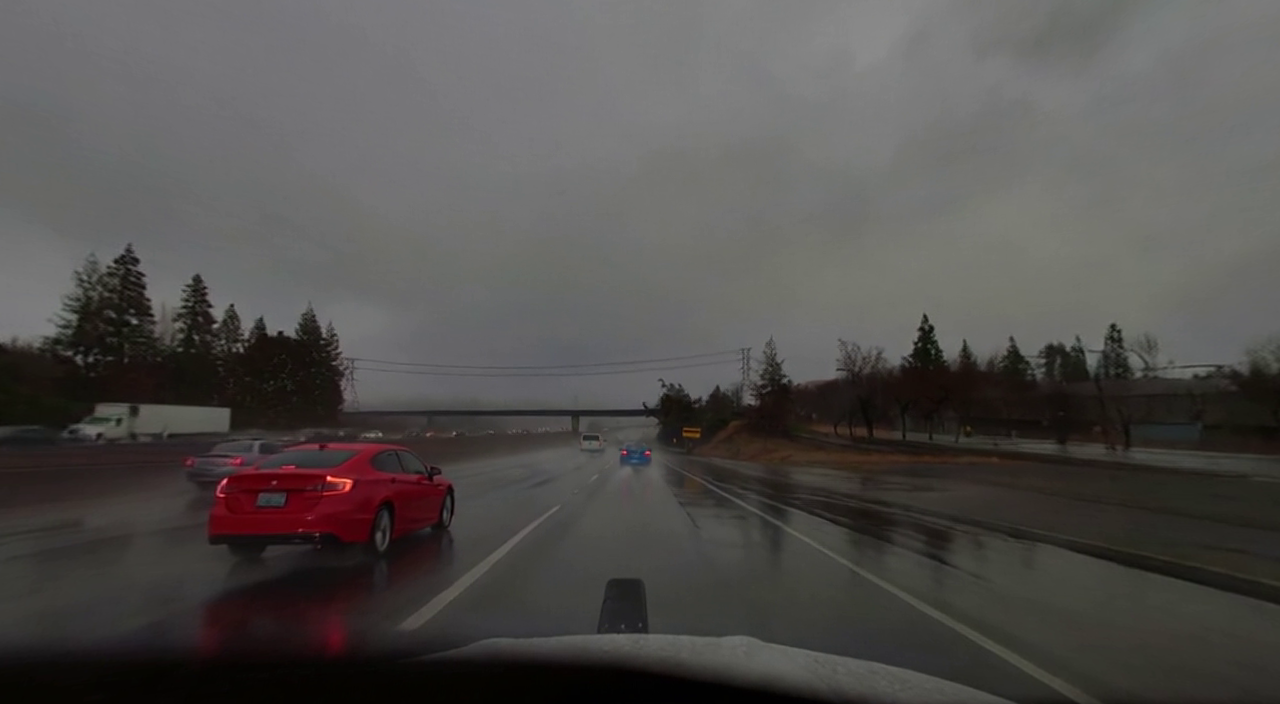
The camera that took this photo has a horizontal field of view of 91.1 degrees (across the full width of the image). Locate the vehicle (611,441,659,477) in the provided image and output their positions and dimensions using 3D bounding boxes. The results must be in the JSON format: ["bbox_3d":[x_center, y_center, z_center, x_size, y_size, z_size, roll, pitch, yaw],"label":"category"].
[{"bbox_3d":[-0.233,4.672,27.707,1.954,1.460,3.983,0,-8,-1],"label":"vehicle"}]

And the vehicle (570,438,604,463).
[{"bbox_3d":[-3.918,7.300,46.656,2.174,1.806,3.932,0,-8,0],"label":"vehicle"}]

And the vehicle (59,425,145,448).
[{"bbox_3d":[-38.037,6.021,44.594,1.823,1.516,4.960,0,-8,-2],"label":"vehicle"}]

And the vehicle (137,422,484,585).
[{"bbox_3d":[-3.674,1.763,8.252,2.035,1.514,4.600,0,-8,1],"label":"vehicle"}]
